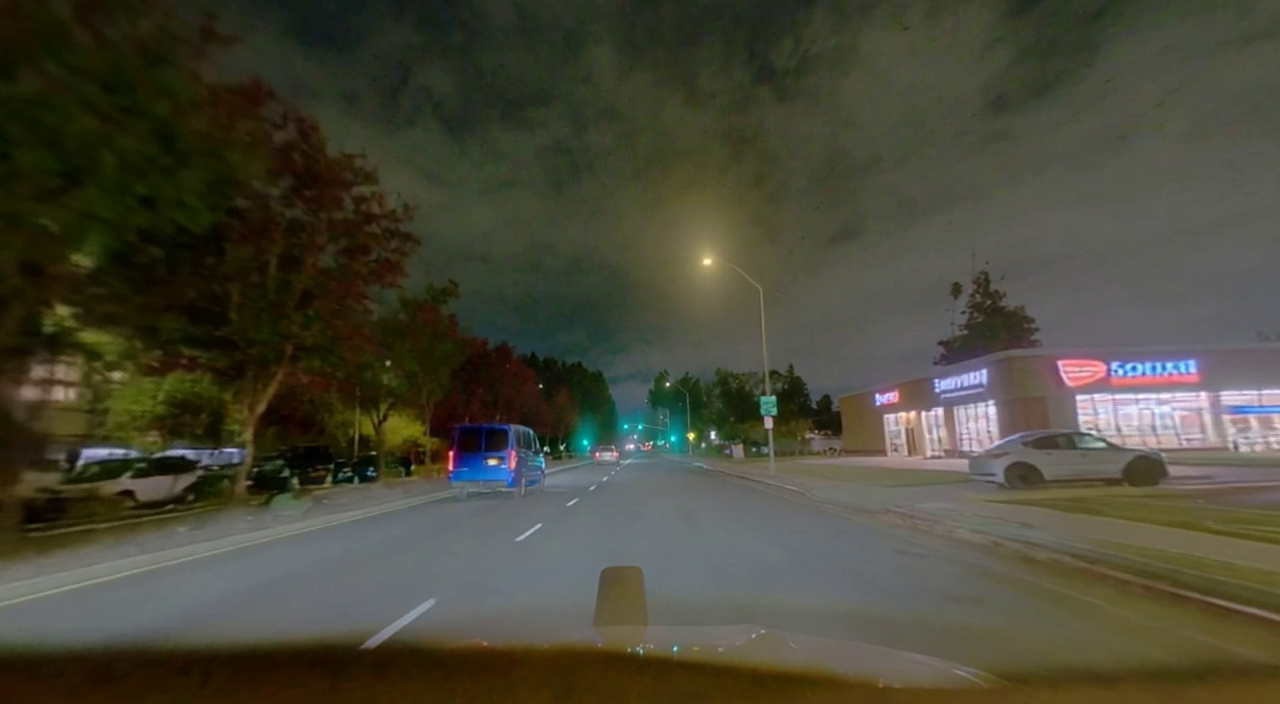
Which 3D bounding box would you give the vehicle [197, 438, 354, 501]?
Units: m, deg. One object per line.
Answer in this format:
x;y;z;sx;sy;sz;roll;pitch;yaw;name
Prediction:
-11.769;3.795;20.758;2.332;1.815;4.639;0;-9;1;vehicle

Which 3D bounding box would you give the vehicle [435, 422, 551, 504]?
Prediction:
-3.974;3.110;18.034;2.152;1.987;4.952;0;-9;0;vehicle

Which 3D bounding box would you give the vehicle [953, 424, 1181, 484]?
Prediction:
11.280;2.726;16.874;4.607;1.471;1.982;0;-9;1;vehicle

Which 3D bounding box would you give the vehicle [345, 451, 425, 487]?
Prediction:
-11.231;5.170;28.029;1.812;1.405;4.305;0;-9;-1;vehicle

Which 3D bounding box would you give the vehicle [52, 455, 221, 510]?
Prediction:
-15.636;4.026;19.865;1.785;1.476;4.293;0;-9;0;vehicle
